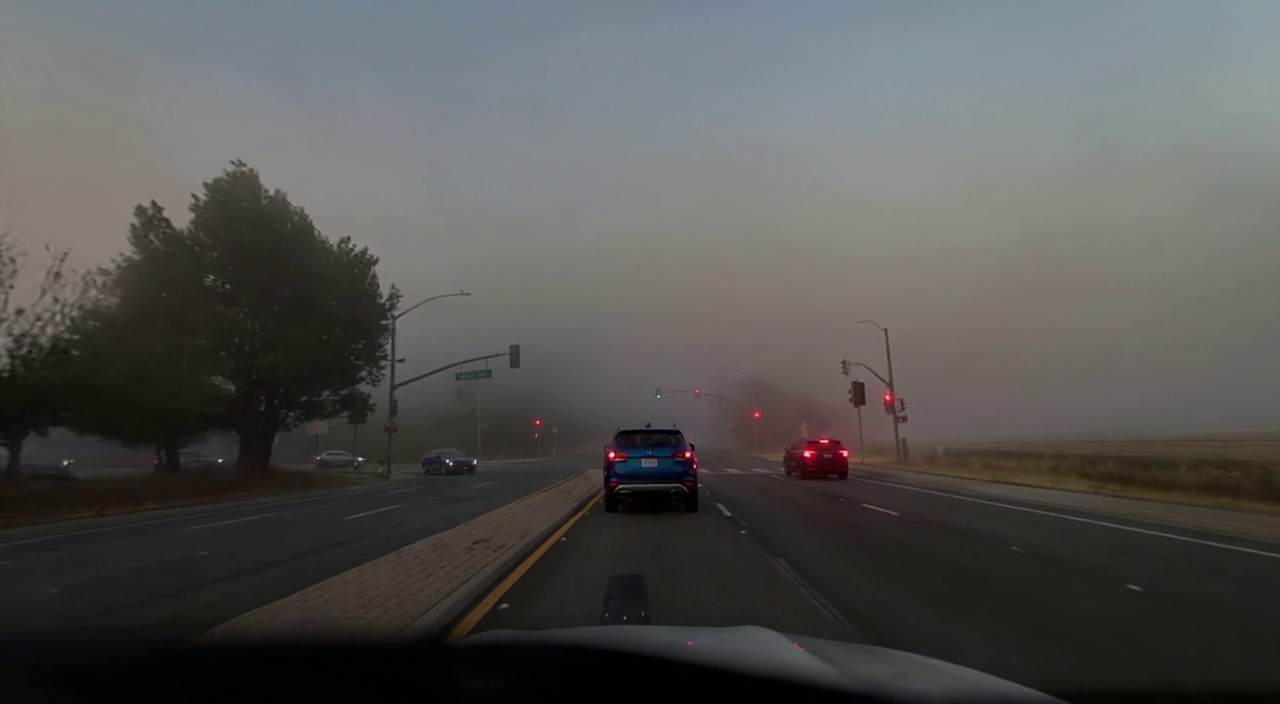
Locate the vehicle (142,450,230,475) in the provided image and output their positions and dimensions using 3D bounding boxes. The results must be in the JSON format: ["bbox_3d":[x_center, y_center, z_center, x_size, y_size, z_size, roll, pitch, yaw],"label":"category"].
[{"bbox_3d":[-31.458,7.654,43.760,4.608,1.680,2.026,-1,-8,3],"label":"vehicle"}]

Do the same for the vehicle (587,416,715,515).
[{"bbox_3d":[0.203,2.357,13.514,2.298,1.770,4.138,0,-8,0],"label":"vehicle"}]

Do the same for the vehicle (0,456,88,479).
[{"bbox_3d":[-40.953,7.874,42.979,4.559,1.458,2.265,-1,-8,3],"label":"vehicle"}]

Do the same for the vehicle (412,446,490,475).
[{"bbox_3d":[-10.906,6.168,36.166,2.425,1.480,4.707,7,-11,-41],"label":"vehicle"}]

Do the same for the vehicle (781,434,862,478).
[{"bbox_3d":[7.279,4.208,25.835,2.012,1.636,4.352,0,-8,0],"label":"vehicle"}]

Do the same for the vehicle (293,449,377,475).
[{"bbox_3d":[-20.044,7.196,41.527,4.510,1.606,2.192,-2,-9,12],"label":"vehicle"}]
